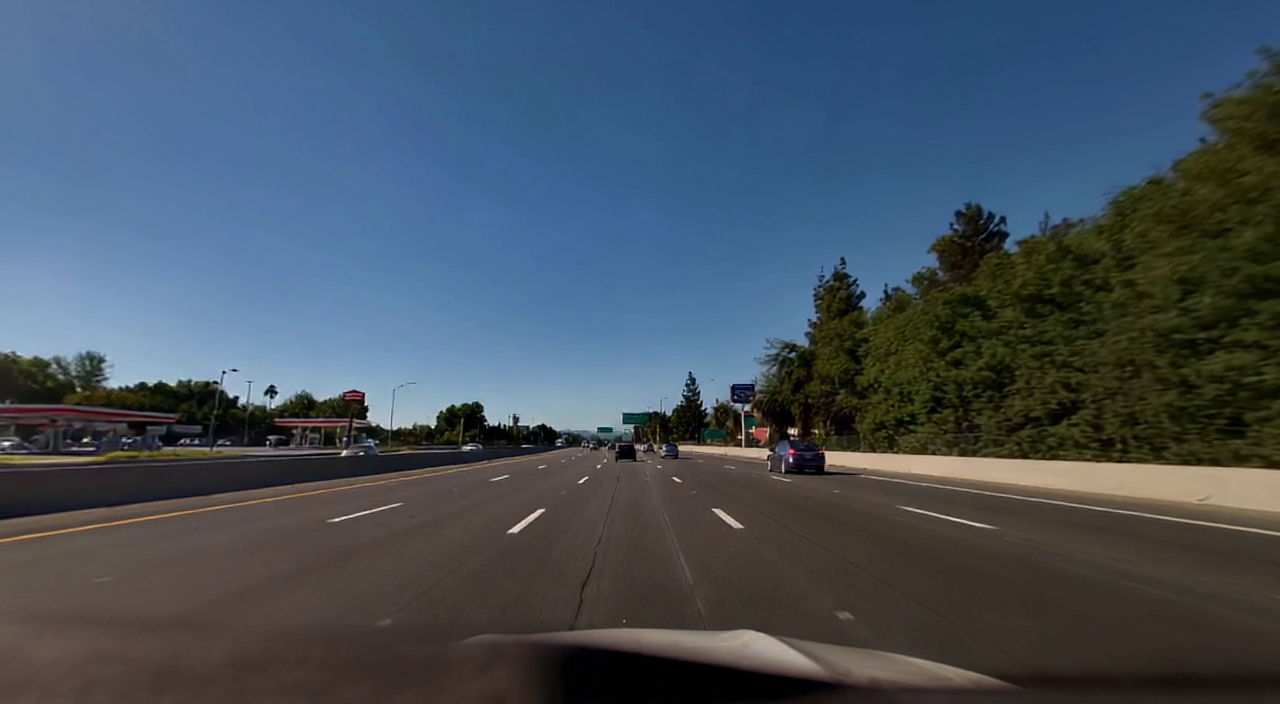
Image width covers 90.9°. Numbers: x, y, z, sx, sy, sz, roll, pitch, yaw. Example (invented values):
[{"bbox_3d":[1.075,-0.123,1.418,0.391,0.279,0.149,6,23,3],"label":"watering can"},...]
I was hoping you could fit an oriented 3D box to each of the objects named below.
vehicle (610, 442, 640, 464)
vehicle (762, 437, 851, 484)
[{"bbox_3d":[-1.060,7.060,44.214,1.999,1.473,4.351,0,-8,-2],"label":"vehicle"},{"bbox_3d":[5.615,3.723,21.909,1.867,1.463,4.295,0,-8,-1],"label":"vehicle"}]
